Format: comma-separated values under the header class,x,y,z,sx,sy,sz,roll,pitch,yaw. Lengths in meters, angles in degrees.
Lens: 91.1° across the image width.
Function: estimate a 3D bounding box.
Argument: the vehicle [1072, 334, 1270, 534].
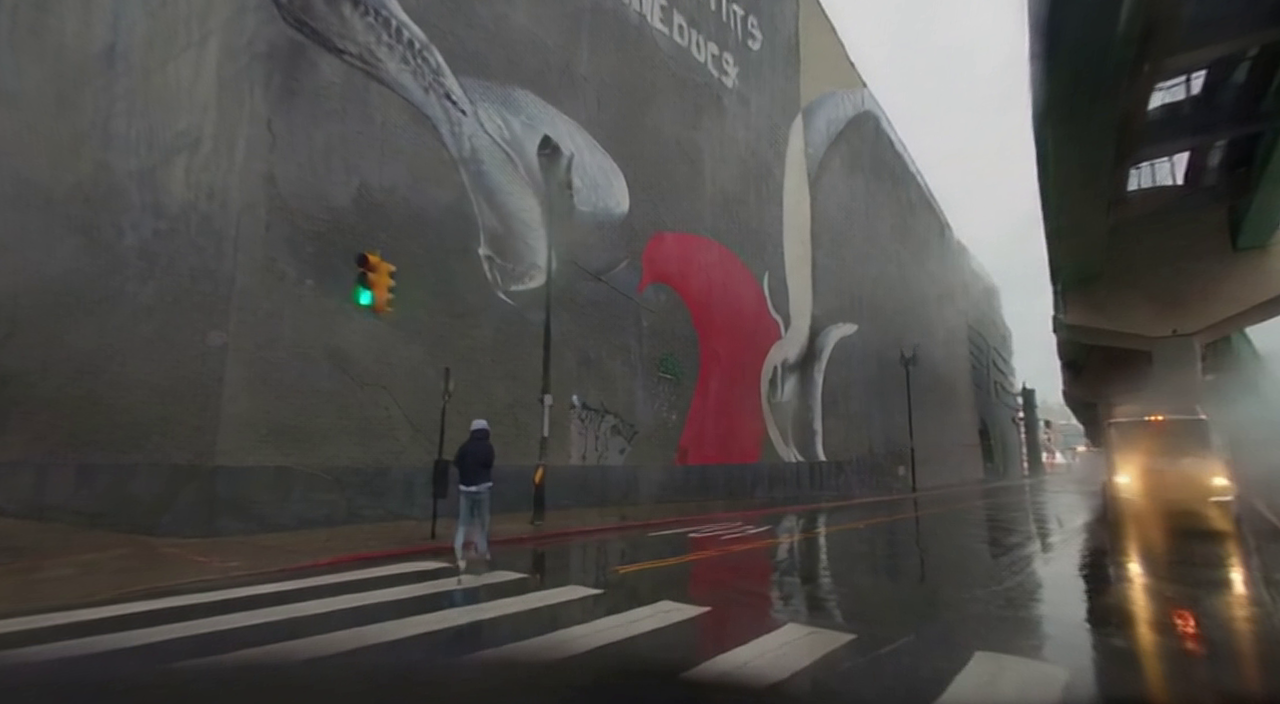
class,x,y,z,sx,sy,sz,roll,pitch,yaw
vehicle,14.059,2.233,16.755,2.849,3.893,9.347,-7,-11,40
